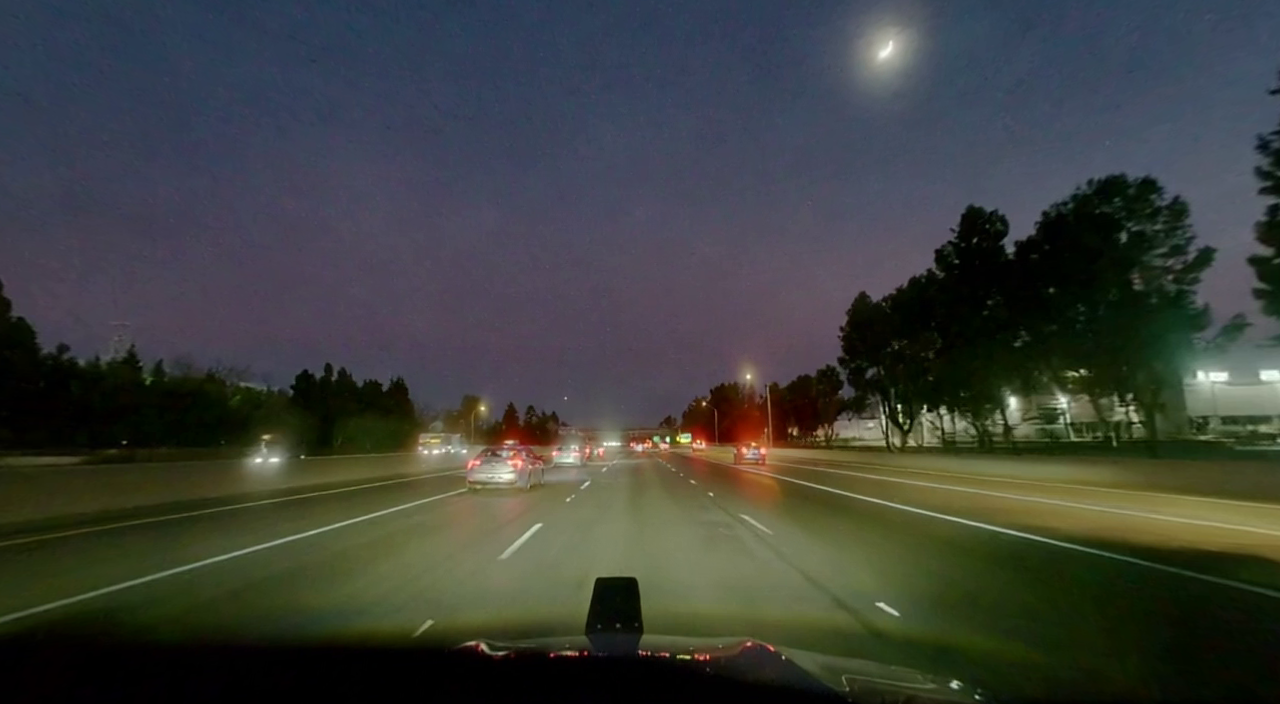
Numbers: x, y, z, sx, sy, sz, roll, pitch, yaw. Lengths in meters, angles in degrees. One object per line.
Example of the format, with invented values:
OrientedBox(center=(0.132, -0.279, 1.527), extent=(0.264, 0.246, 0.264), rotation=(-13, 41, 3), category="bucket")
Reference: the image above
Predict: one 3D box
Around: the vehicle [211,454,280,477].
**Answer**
OrientedBox(center=(-28.081, 8.108, 45.184), extent=(1.974, 1.502, 4.522), rotation=(0, -9, 1), category="vehicle")

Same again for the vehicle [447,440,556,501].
OrientedBox(center=(-3.582, 3.141, 17.207), extent=(1.959, 1.433, 4.291), rotation=(0, -9, 0), category="vehicle")

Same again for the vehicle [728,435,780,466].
OrientedBox(center=(6.876, 6.033, 38.634), extent=(2.147, 1.769, 4.666), rotation=(0, -9, -2), category="vehicle")

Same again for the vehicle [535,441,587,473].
OrientedBox(center=(-3.972, 5.386, 32.571), extent=(2.047, 1.469, 4.614), rotation=(0, -9, 0), category="vehicle")
